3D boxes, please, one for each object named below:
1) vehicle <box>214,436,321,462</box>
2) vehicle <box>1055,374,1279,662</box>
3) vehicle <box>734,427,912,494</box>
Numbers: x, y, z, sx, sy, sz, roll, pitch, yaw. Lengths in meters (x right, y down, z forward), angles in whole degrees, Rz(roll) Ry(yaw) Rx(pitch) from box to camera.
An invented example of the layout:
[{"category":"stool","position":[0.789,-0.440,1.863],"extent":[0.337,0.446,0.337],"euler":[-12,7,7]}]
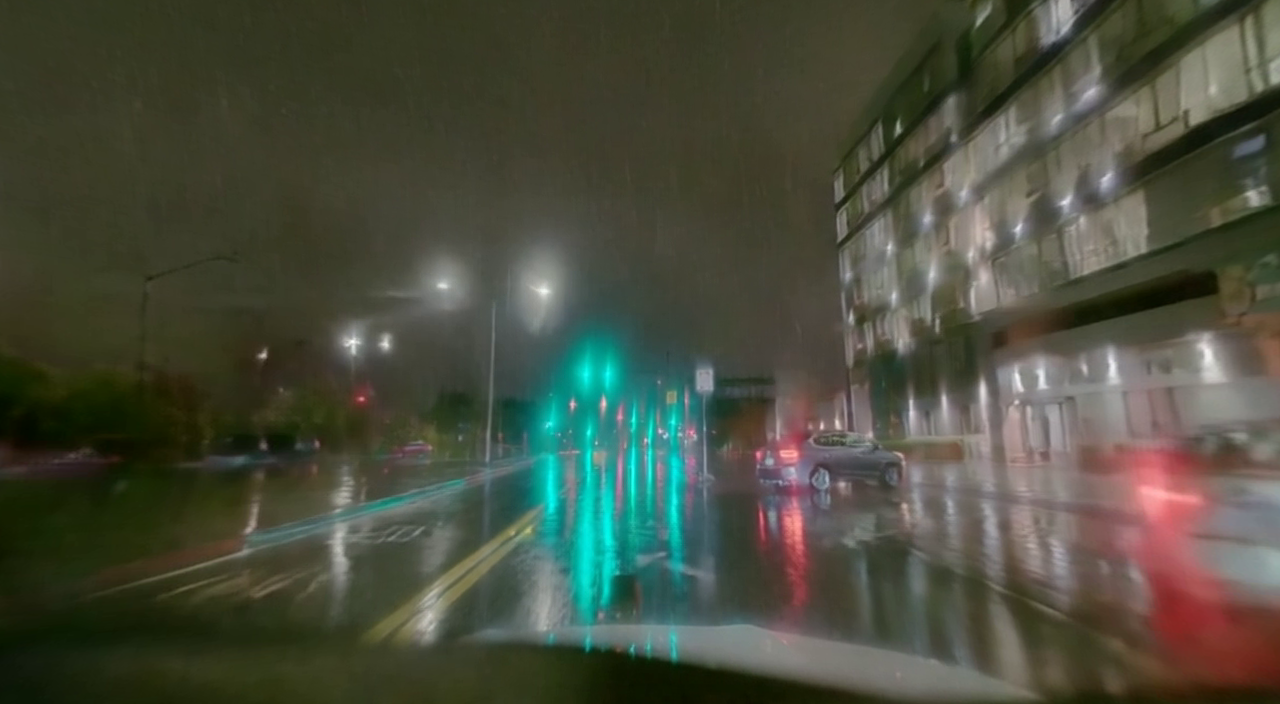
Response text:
[{"category":"vehicle","position":[-19.531,5.094,33.302],"extent":[2.660,1.211,4.739],"euler":[-1,-8,2]},{"category":"vehicle","position":[5.009,1.019,4.496],"extent":[3.844,1.524,1.847],"euler":[4,-9,-32]},{"category":"vehicle","position":[4.673,2.709,16.141],"extent":[4.033,1.514,1.974],"euler":[3,-9,-25]}]
